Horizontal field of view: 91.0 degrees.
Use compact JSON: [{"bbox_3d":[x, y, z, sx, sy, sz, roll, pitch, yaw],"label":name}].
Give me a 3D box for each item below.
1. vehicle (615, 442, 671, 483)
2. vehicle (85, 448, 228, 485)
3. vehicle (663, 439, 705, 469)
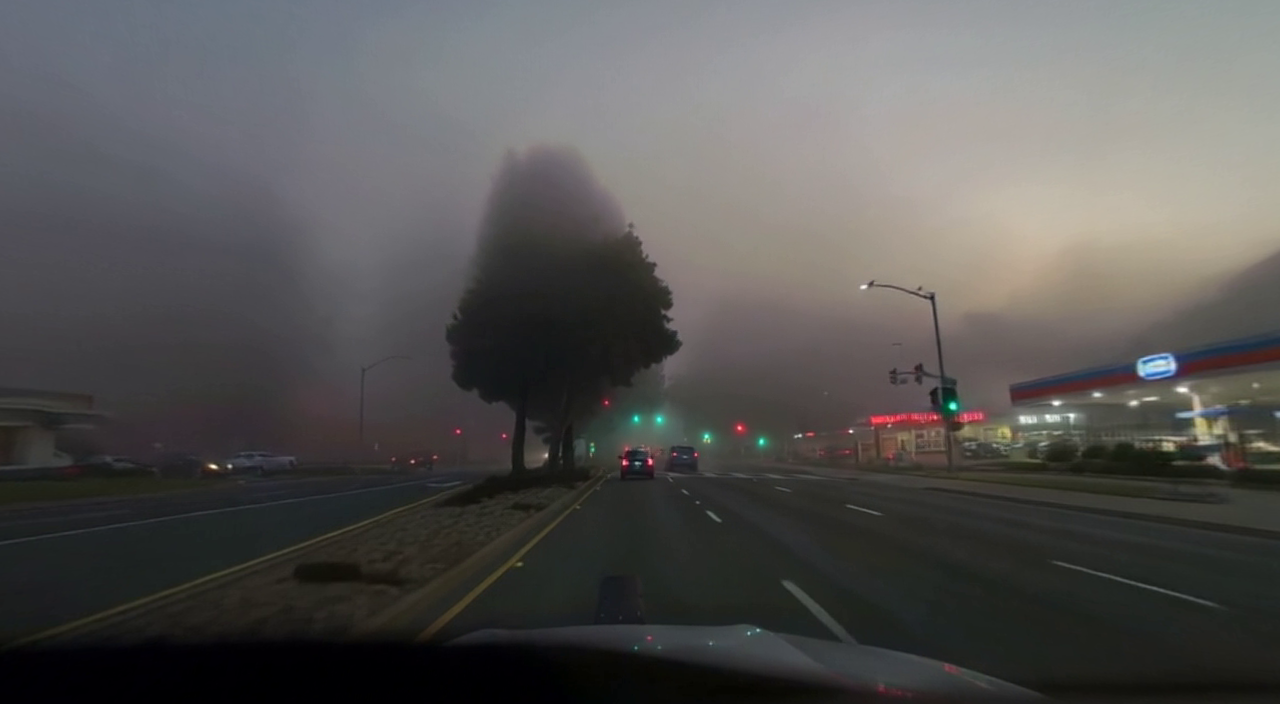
[{"bbox_3d":[0.100,4.605,26.475,2.145,1.572,4.021,0,-9,-1],"label":"vehicle"},{"bbox_3d":[-27.099,6.424,35.578,6.027,1.805,2.010,3,-11,-26],"label":"vehicle"},{"bbox_3d":[3.231,7.704,47.655,2.731,2.101,6.047,0,-9,0],"label":"vehicle"}]
